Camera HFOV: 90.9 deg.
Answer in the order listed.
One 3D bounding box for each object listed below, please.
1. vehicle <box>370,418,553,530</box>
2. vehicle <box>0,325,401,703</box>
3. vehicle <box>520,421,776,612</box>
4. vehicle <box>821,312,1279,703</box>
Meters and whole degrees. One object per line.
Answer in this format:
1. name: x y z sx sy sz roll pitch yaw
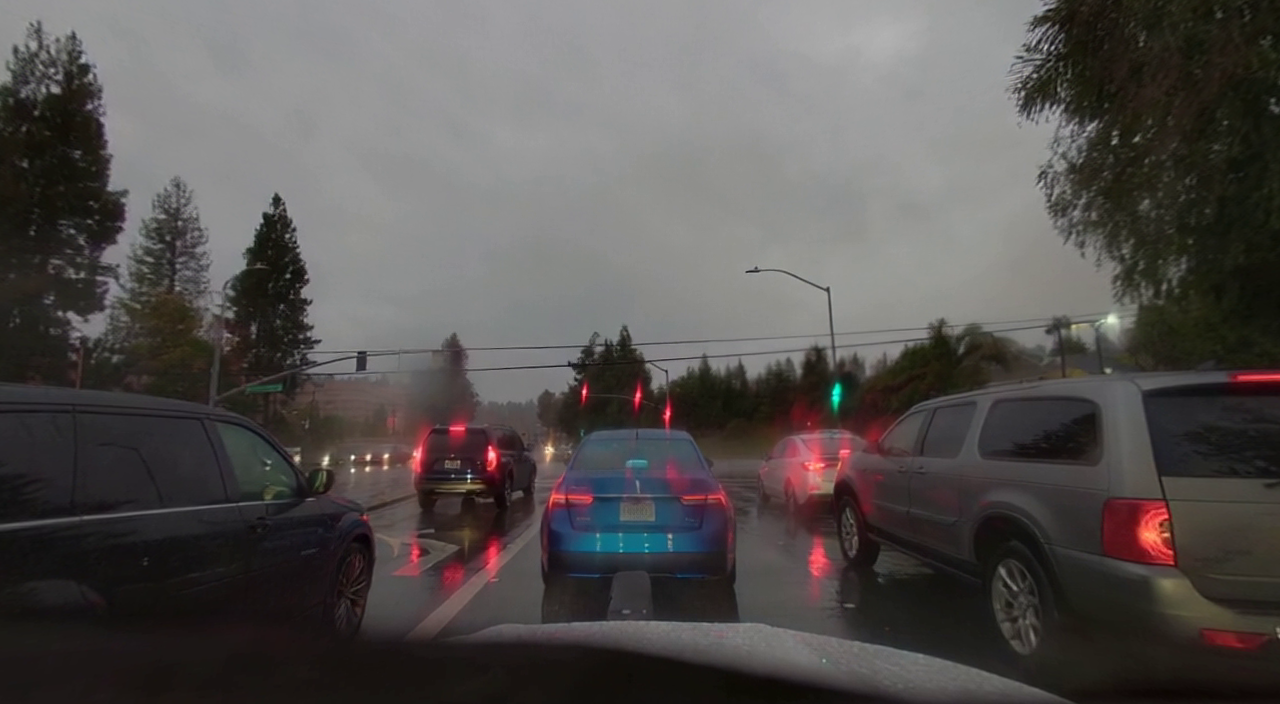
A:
1. vehicle: -3.181 2.300 12.447 2.117 1.772 4.619 0 -8 2
2. vehicle: -3.124 0.956 3.309 1.982 1.721 4.261 0 -8 1
3. vehicle: 0.025 1.593 7.030 2.021 1.490 3.948 0 -8 -1
4. vehicle: 3.217 1.097 4.728 2.141 1.833 4.704 0 -8 -2
